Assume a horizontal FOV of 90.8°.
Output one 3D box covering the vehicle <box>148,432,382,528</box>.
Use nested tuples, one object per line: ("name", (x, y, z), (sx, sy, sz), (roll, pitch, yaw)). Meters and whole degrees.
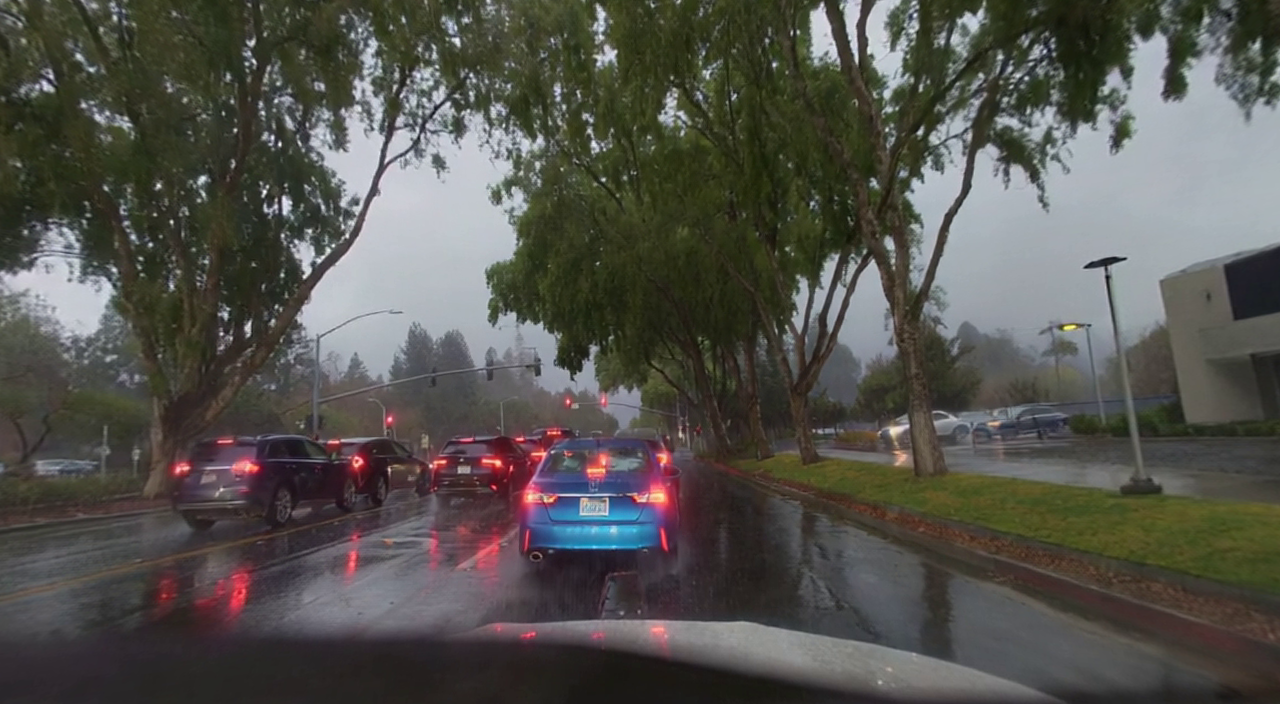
("vehicle", (-7.278, 2.507, 12.946), (2.096, 1.593, 4.288), (0, -9, 1))

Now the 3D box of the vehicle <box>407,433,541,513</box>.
("vehicle", (-3.627, 2.712, 14.650), (1.969, 1.570, 4.019), (0, -9, 1))

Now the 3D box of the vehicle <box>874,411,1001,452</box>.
("vehicle", (13.938, 3.778, 29.828), (4.975, 1.809, 1.956), (0, -9, 1))

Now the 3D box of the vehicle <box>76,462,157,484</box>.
("vehicle", (-36.334, 8.368, 43.885), (3.918, 1.423, 1.861), (0, -9, -1))

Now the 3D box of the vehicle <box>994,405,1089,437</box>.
("vehicle", (28.401, 4.959, 44.930), (5.333, 1.880, 2.130), (-7, -9, 27))

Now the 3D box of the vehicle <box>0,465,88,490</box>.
("vehicle", (-36.616, 7.638, 38.540), (4.093, 1.440, 1.804), (0, -9, 0))

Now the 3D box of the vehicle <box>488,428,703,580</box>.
("vehicle", (-0.420, 1.798, 8.233), (2.104, 1.472, 3.946), (0, -9, 0))
